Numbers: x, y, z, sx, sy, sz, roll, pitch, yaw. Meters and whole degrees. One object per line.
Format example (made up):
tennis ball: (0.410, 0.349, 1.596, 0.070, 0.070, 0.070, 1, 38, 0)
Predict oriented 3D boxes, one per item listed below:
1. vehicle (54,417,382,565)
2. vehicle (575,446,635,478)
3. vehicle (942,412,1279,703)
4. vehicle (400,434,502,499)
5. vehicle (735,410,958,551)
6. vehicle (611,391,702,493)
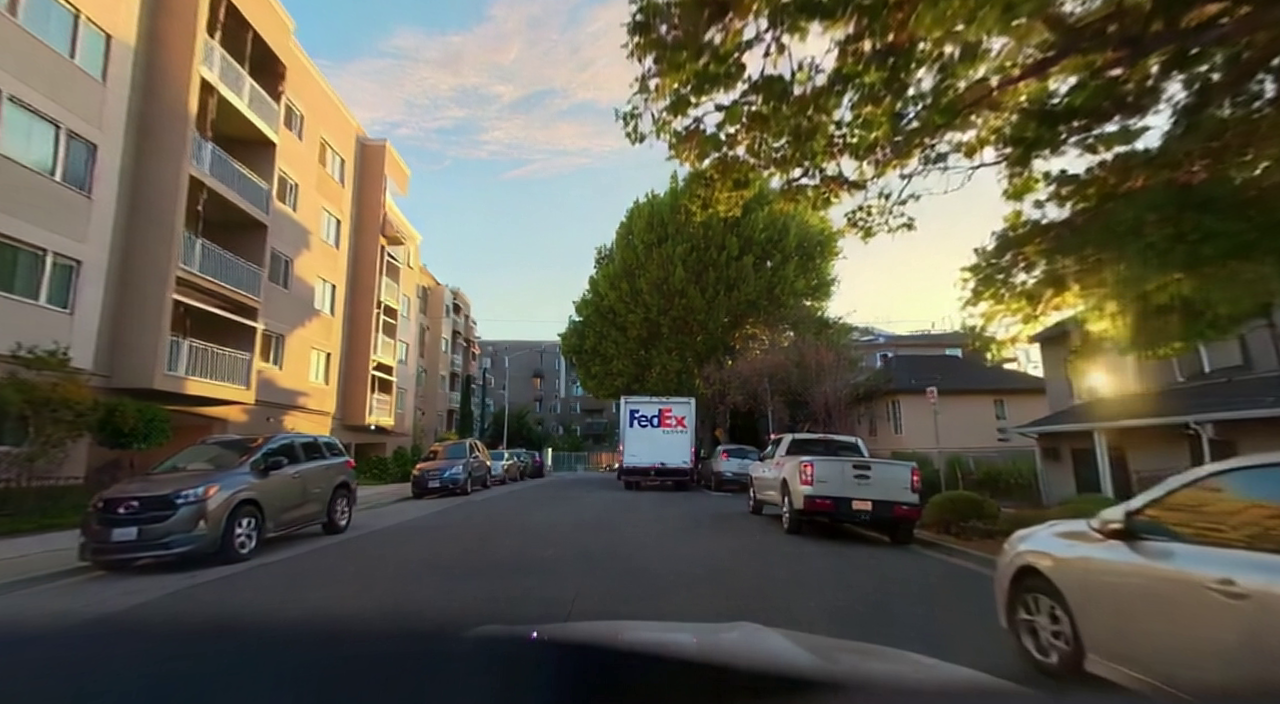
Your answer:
vehicle: (-5.968, 1.996, 9.796, 2.089, 1.757, 4.256, 0, -8, 0)
vehicle: (-1.690, 5.516, 32.004, 1.981, 1.500, 3.992, -2, -9, 13)
vehicle: (3.390, 1.052, 2.858, 1.877, 1.500, 4.407, 0, -8, 0)
vehicle: (-6.084, 3.725, 20.973, 2.020, 1.867, 4.654, 0, -8, -1)
vehicle: (3.376, 2.249, 11.893, 2.221, 1.991, 5.564, 0, -8, -1)
vehicle: (0.417, 3.489, 24.502, 2.930, 3.275, 8.180, 0, -8, -1)
